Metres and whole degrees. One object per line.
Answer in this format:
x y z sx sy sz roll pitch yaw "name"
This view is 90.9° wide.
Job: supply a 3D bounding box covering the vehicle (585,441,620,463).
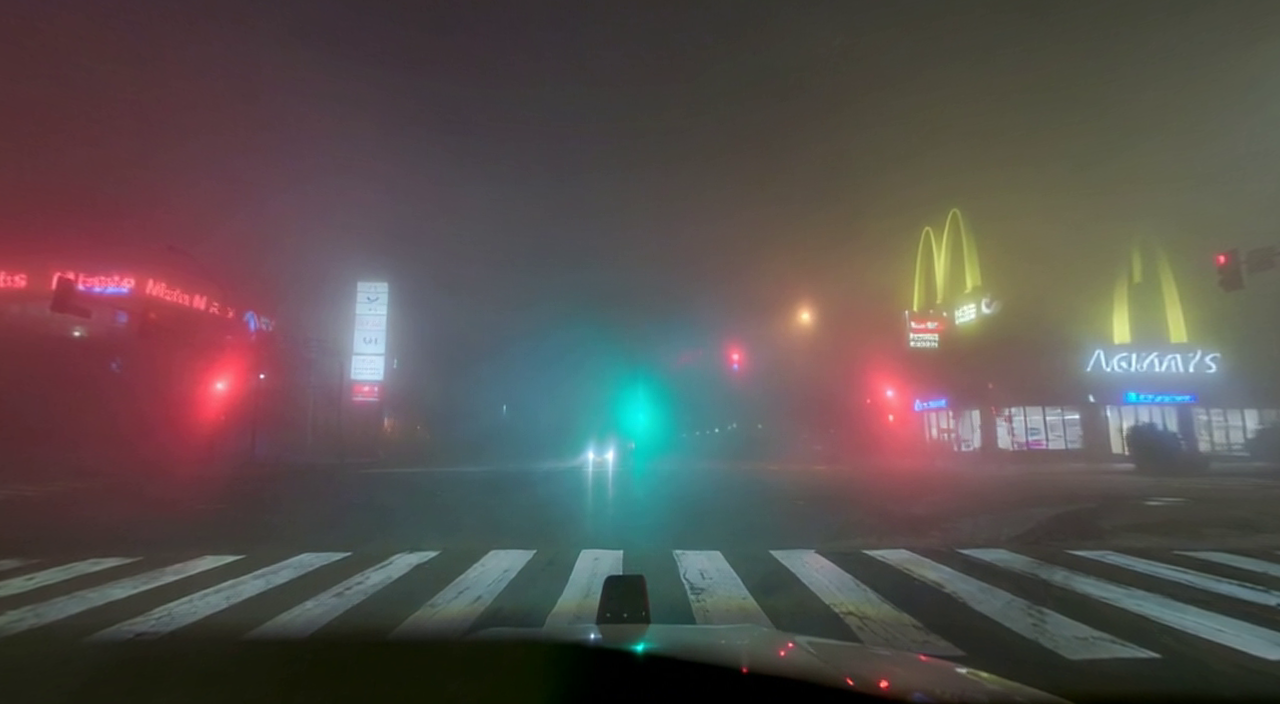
-2.513 6.869 43.397 2.104 1.468 4.195 0 -9 1 "vehicle"
